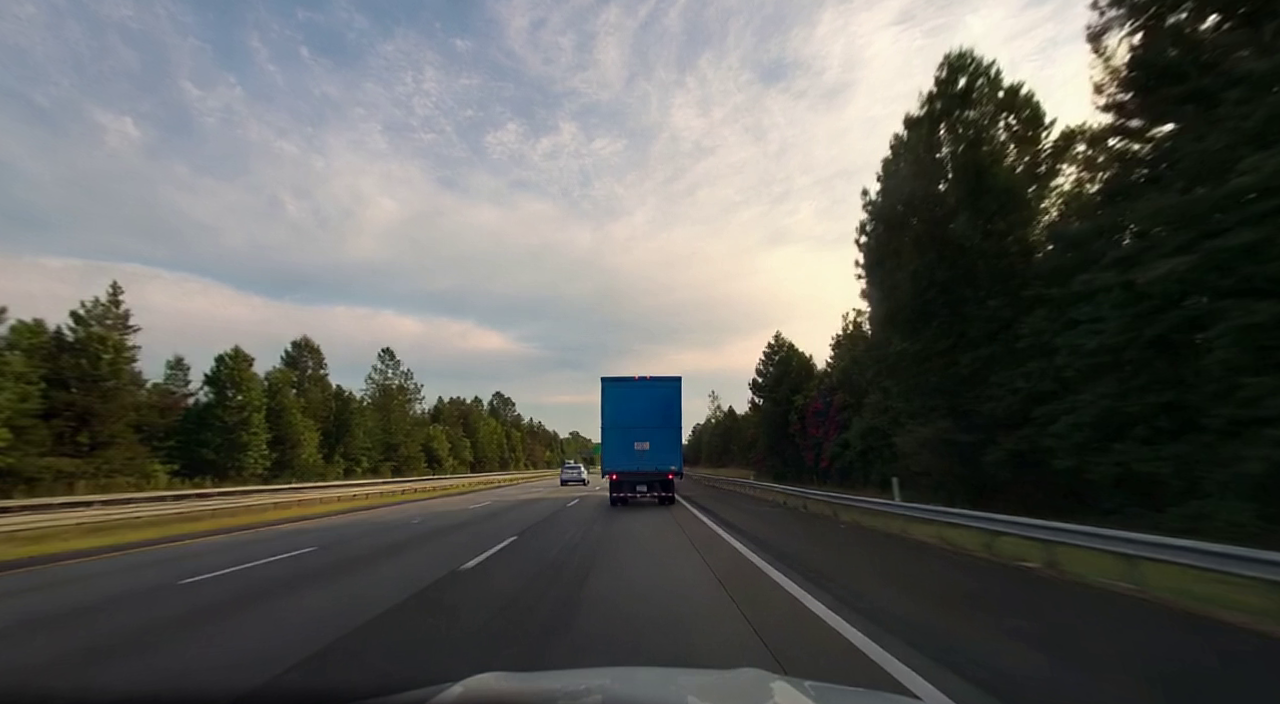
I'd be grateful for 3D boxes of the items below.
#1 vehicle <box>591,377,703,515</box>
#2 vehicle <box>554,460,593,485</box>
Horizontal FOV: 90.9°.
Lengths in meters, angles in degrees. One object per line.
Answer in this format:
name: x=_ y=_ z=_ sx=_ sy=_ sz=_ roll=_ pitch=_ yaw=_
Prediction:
vehicle: x=0.045 y=3.397 z=21.904 sx=3.008 sy=3.678 sz=9.512 roll=1 pitch=-10 yaw=-2
vehicle: x=-4.492 y=8.266 z=43.257 sx=2.104 sy=1.536 sz=4.599 roll=1 pitch=-10 yaw=0
